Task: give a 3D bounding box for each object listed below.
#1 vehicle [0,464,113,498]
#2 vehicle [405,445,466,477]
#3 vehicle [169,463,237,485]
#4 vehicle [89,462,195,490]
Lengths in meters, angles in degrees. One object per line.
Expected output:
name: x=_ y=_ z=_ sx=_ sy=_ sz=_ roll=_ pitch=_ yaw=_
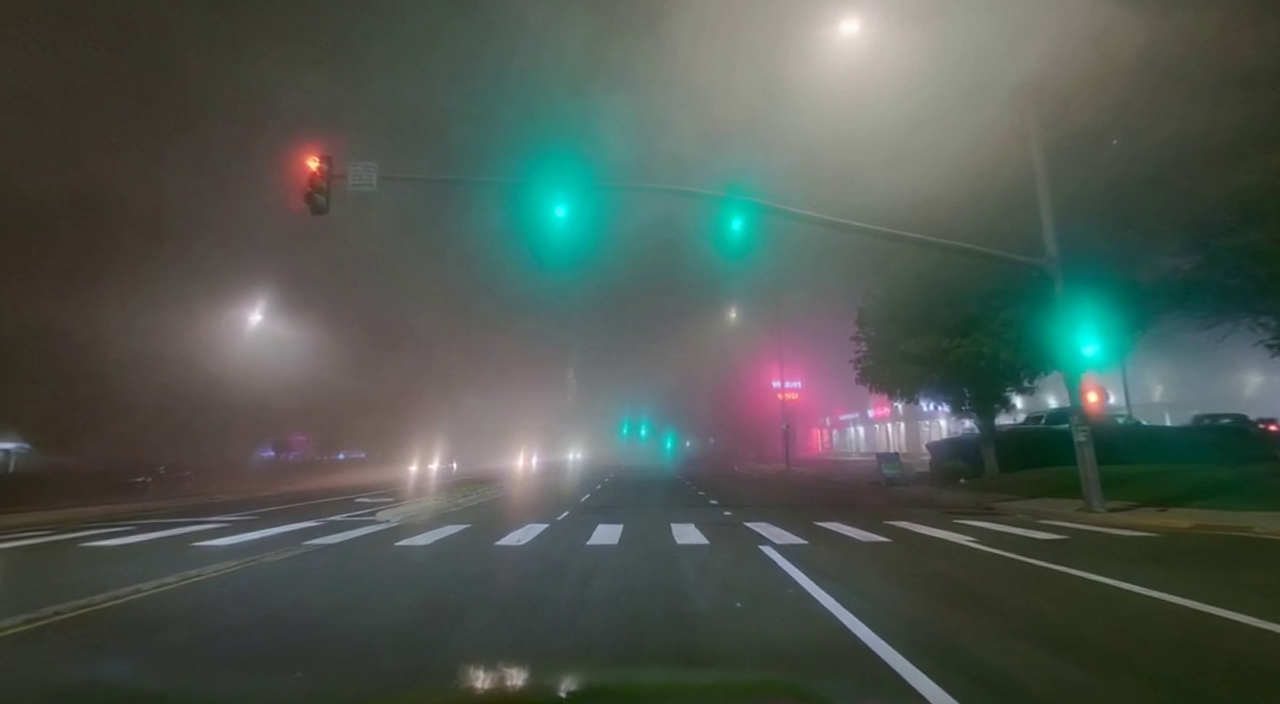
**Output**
vehicle: x=-30.898 y=6.723 z=32.971 sx=4.667 sy=1.495 sz=2.056 roll=4 pitch=-9 yaw=-26
vehicle: x=-14.464 y=7.729 z=44.977 sx=2.315 sy=1.998 sz=5.808 roll=-3 pitch=-8 yaw=1
vehicle: x=-31.433 y=8.758 z=45.408 sx=3.590 sy=1.441 sz=1.605 roll=2 pitch=-8 yaw=-15
vehicle: x=-30.802 y=7.653 z=39.191 sx=4.731 sy=1.486 sz=2.187 roll=4 pitch=-9 yaw=-27
